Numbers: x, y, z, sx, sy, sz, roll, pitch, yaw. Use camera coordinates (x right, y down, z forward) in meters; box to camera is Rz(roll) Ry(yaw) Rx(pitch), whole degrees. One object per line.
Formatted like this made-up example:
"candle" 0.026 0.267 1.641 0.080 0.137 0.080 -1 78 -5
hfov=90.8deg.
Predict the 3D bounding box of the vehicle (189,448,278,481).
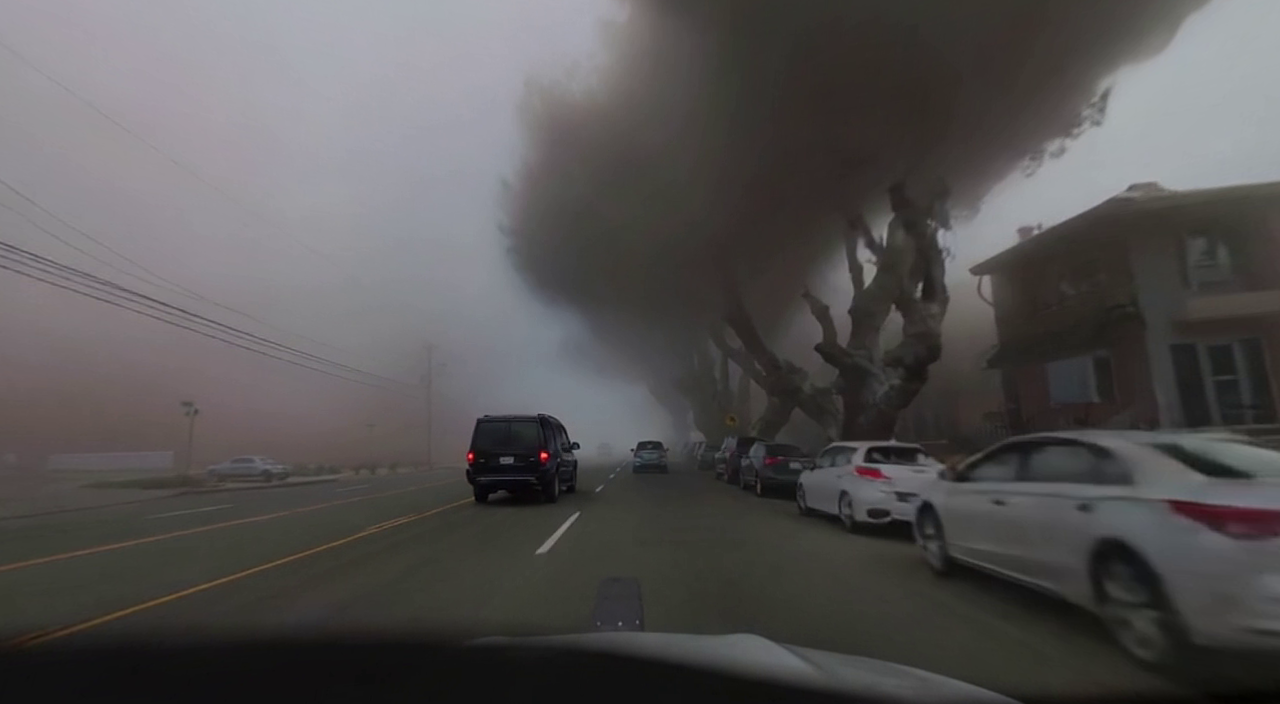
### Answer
"vehicle" -24.929 6.904 39.042 2.095 1.862 5.261 0 -9 -2

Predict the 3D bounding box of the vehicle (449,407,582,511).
"vehicle" -2.812 2.599 15.679 2.213 2.123 5.124 0 -9 0

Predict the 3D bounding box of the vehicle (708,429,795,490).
"vehicle" 3.721 3.721 22.083 2.090 1.861 4.805 0 -9 -1

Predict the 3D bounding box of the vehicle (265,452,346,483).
"vehicle" -19.592 6.767 37.303 1.911 1.638 5.028 0 -9 1

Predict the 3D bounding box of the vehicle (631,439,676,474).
"vehicle" 0.644 5.289 32.088 2.126 1.657 4.132 0 -9 0

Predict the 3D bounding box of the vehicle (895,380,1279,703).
"vehicle" 3.578 1.167 4.083 1.931 1.625 4.409 0 -9 -1
